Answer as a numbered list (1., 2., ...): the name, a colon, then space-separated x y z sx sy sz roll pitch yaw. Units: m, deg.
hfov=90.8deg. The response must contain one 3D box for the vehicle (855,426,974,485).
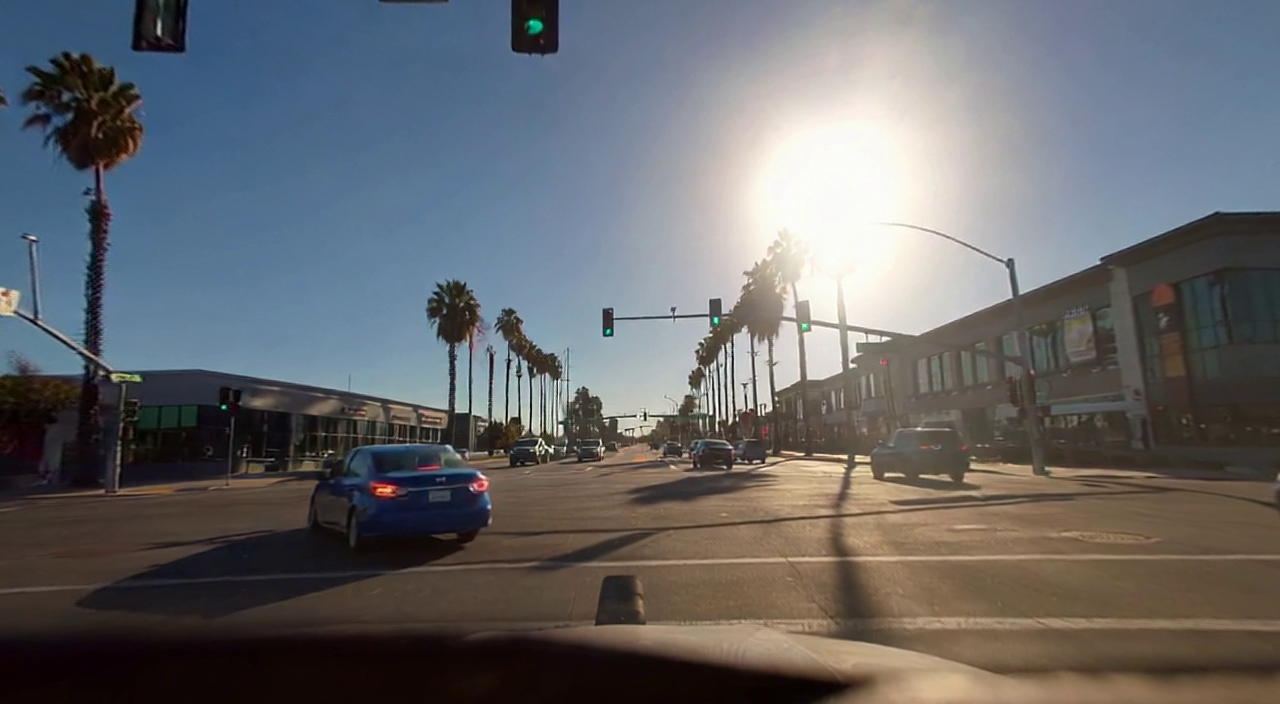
1. vehicle: 9.604 3.676 22.621 2.059 1.859 4.690 0 -8 -1

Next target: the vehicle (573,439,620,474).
1. vehicle: -2.202 5.478 33.326 2.041 1.473 4.221 -1 -5 2

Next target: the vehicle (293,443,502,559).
1. vehicle: -4.173 2.255 10.461 2.089 1.471 4.206 6 -10 -36

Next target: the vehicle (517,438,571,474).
1. vehicle: -4.983 5.441 33.305 2.187 1.740 4.022 0 -8 0

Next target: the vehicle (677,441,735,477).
1. vehicle: 2.842 4.724 28.077 1.977 1.449 4.254 0 -8 -2
